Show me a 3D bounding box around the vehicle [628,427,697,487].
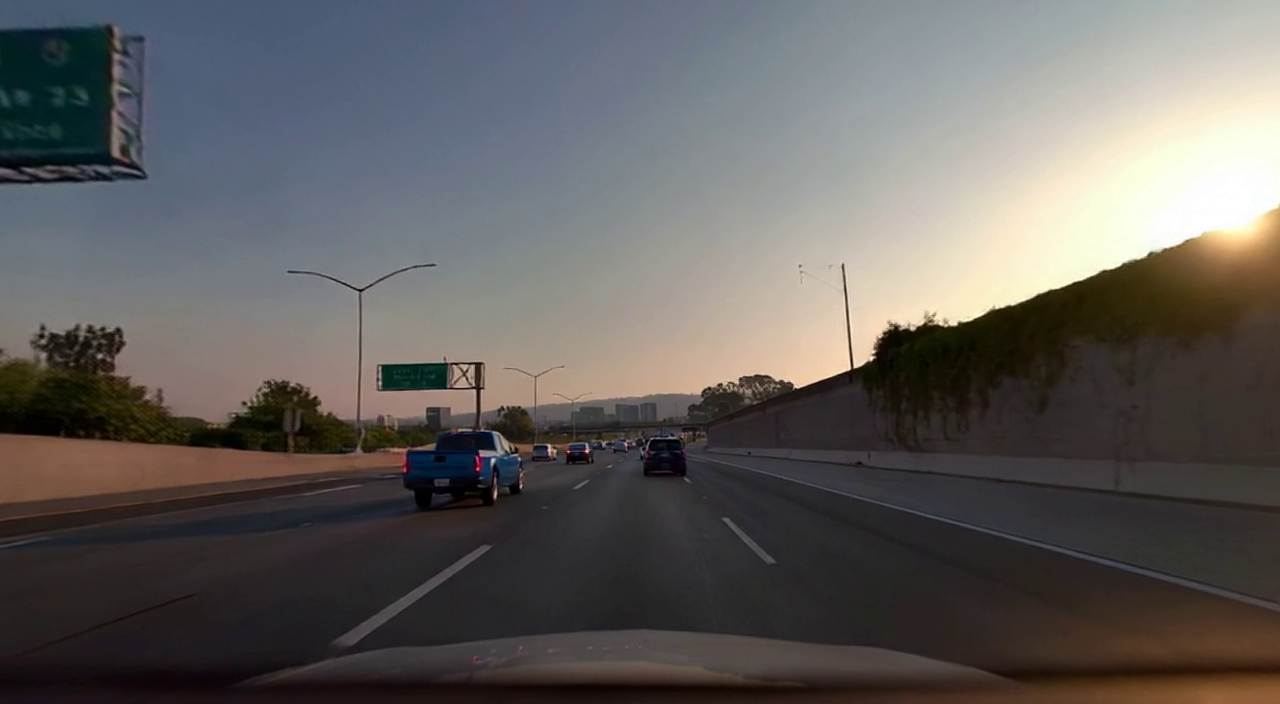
[{"bbox_3d":[0.699,3.526,21.528,2.083,1.792,4.782,0,-9,0],"label":"vehicle"}]

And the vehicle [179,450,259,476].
[{"bbox_3d":[-24.491,6.454,36.863,1.907,1.430,3.878,0,-8,2],"label":"vehicle"}]

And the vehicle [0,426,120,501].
[{"bbox_3d":[-16.213,2.768,15.755,2.058,1.758,4.937,-1,-8,3],"label":"vehicle"}]

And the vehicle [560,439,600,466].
[{"bbox_3d":[-3.735,6.396,40.109,1.961,1.591,4.756,0,-8,1],"label":"vehicle"}]

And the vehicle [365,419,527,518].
[{"bbox_3d":[-4.021,2.526,14.190,1.954,1.792,5.187,0,-9,0],"label":"vehicle"}]

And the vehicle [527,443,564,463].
[{"bbox_3d":[-7.265,7.872,49.108,2.081,1.463,4.749,0,-8,1],"label":"vehicle"}]
